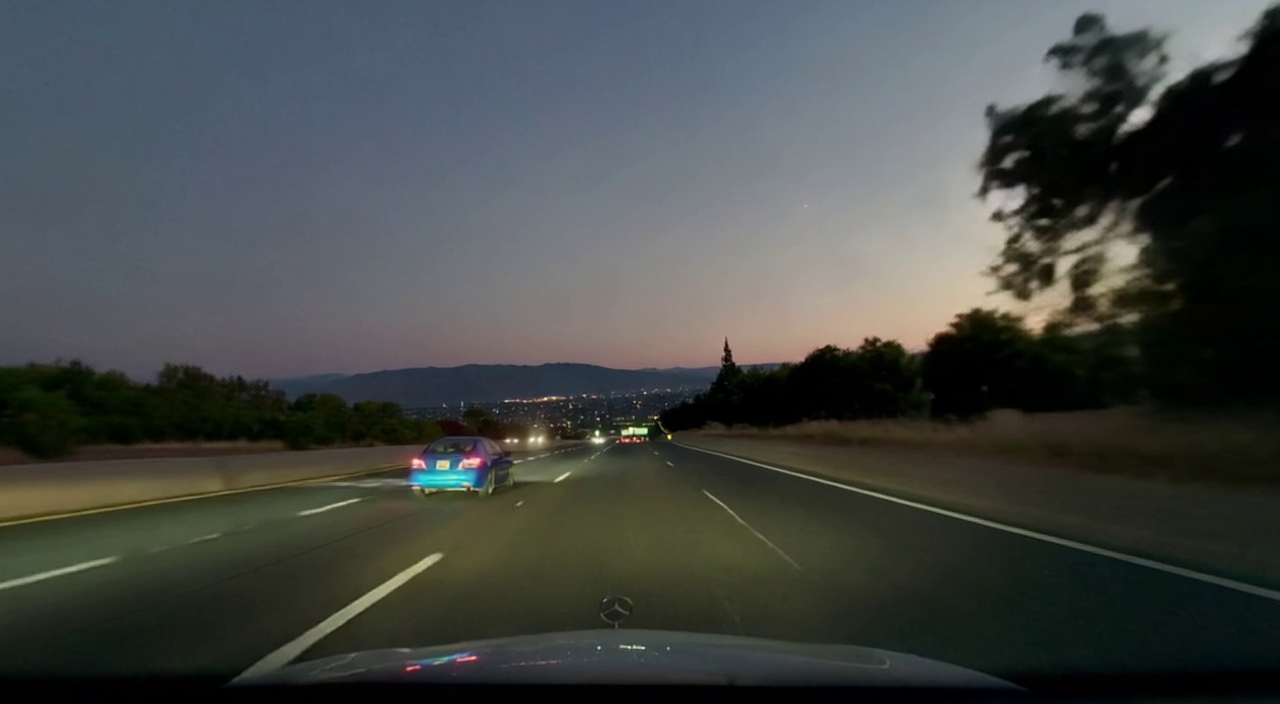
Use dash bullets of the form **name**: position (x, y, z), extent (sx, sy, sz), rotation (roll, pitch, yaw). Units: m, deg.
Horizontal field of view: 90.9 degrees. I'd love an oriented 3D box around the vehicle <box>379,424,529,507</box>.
- **vehicle**: position (-3.817, 2.390, 13.844), extent (2.026, 1.517, 4.325), rotation (0, -8, -1)
